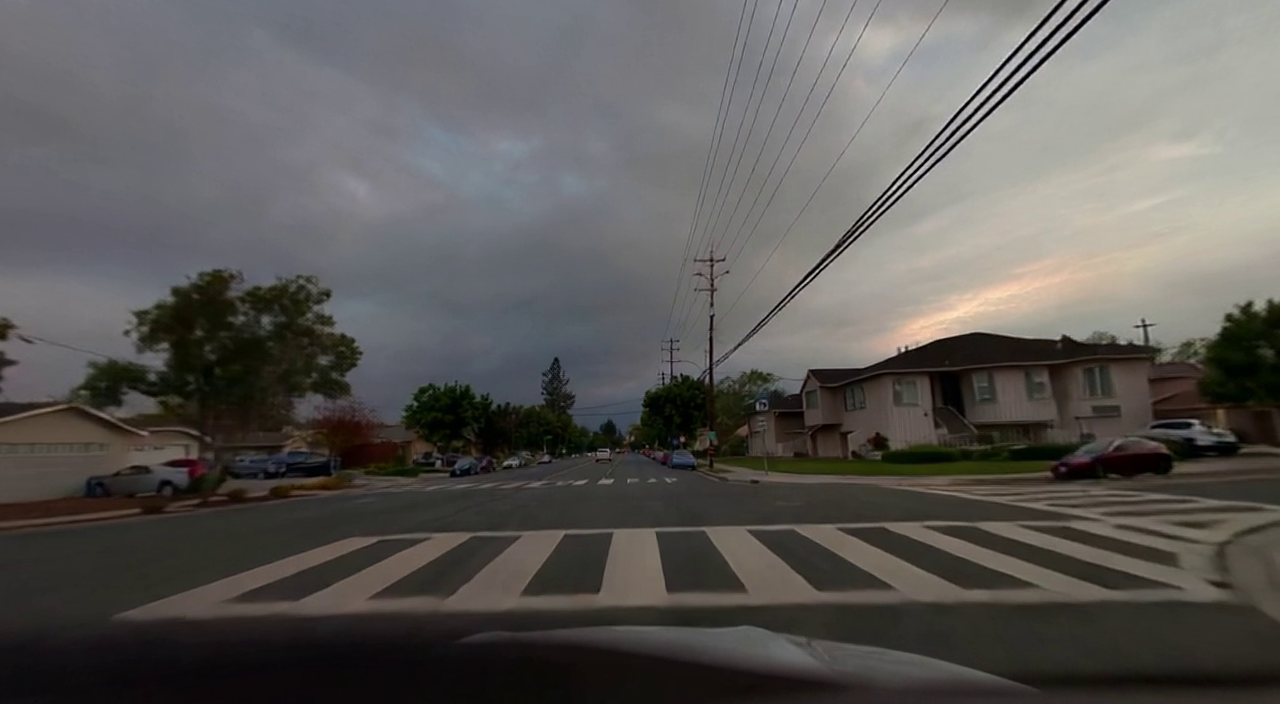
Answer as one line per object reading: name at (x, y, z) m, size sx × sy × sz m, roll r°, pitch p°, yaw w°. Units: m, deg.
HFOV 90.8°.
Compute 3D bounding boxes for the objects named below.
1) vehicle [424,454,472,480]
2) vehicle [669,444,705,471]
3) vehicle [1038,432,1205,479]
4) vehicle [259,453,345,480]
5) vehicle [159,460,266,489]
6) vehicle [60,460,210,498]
vehicle at (-14.254, 8.534, 47.206) m, size 1.913 × 1.745 × 4.992 m, roll 0°, pitch -9°, yaw 1°
vehicle at (3.164, 7.285, 43.651) m, size 2.045 × 1.746 × 4.564 m, roll 0°, pitch -9°, yaw -2°
vehicle at (15.979, 3.447, 21.114) m, size 4.001 × 1.484 × 1.961 m, roll 1°, pitch -9°, yaw -4°
vehicle at (-22.671, 7.698, 42.465) m, size 4.612 × 1.736 × 1.951 m, roll 0°, pitch -9°, yaw -1°
vehicle at (-22.767, 6.511, 33.764) m, size 4.344 × 1.471 × 1.813 m, roll 0°, pitch -9°, yaw -3°
vehicle at (-21.822, 5.487, 27.458) m, size 4.728 × 1.536 × 2.006 m, roll 0°, pitch -9°, yaw 0°
